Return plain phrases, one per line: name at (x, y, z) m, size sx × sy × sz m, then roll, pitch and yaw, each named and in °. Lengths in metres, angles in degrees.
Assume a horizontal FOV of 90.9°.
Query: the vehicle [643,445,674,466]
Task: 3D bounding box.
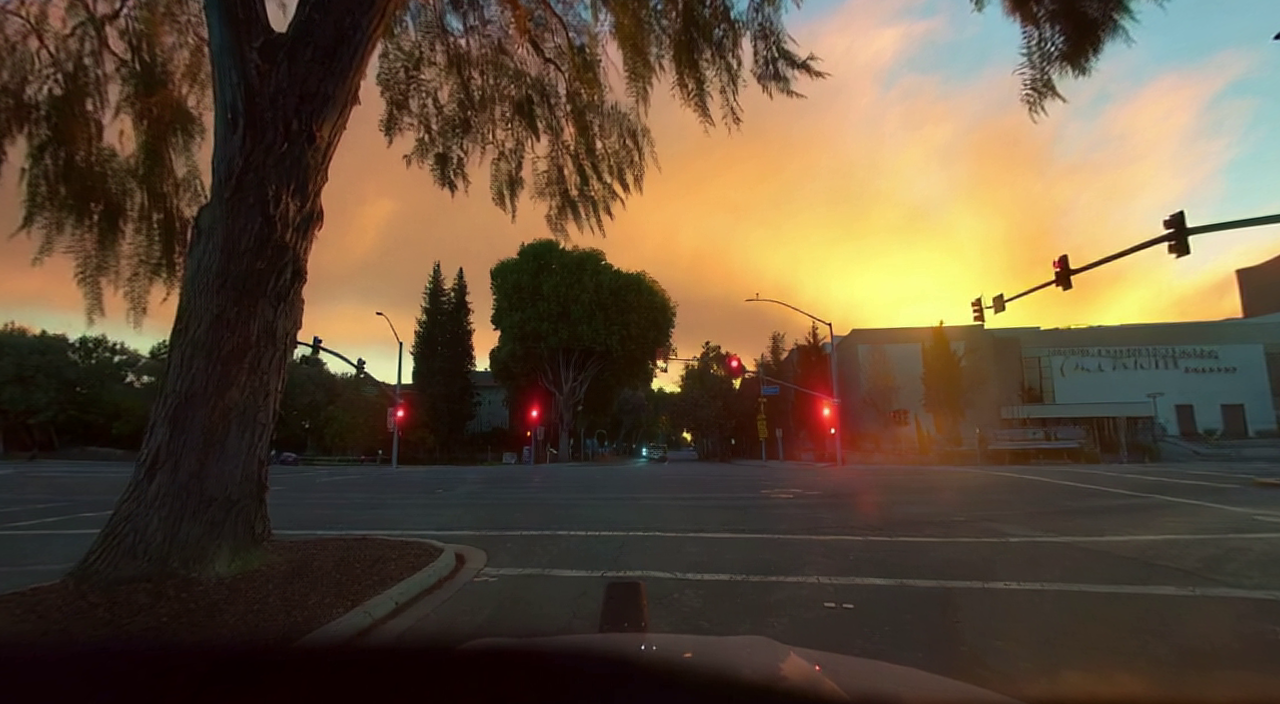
vehicle at (1.297, 7.622, 46.451) m, size 2.132 × 1.449 × 4.235 m, roll 0°, pitch -9°, yaw 0°
